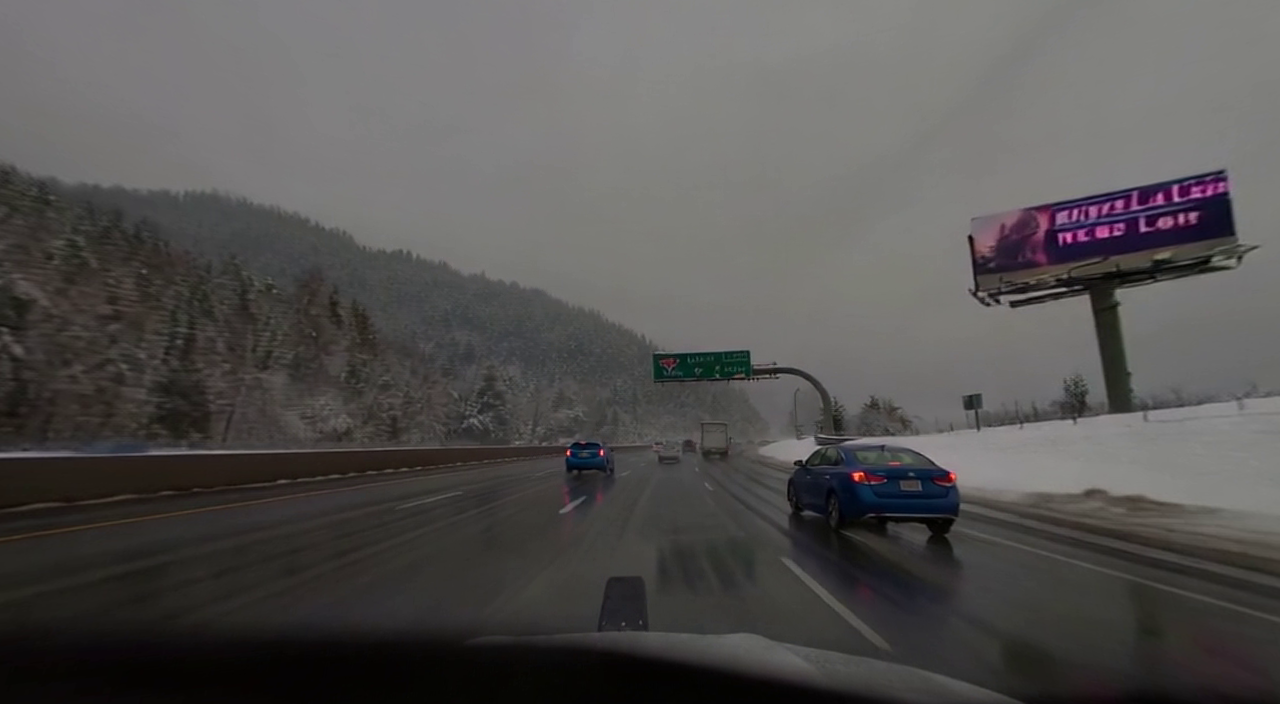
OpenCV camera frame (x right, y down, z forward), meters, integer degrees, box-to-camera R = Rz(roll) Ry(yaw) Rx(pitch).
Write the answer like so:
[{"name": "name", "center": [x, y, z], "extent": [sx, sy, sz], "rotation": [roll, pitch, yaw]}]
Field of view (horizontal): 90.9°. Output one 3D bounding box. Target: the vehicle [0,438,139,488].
[{"name": "vehicle", "center": [-19.810, 3.722, 21.512], "extent": [1.789, 1.520, 4.258], "rotation": [-1, -8, 3]}]

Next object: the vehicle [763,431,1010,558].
[{"name": "vehicle", "center": [3.307, 1.987, 9.575], "extent": [2.013, 1.464, 4.317], "rotation": [0, -8, 0]}]

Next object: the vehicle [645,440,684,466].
[{"name": "vehicle", "center": [1.524, 6.115, 38.197], "extent": [2.202, 1.467, 3.929], "rotation": [-1, -8, 4]}]

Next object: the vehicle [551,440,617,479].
[{"name": "vehicle", "center": [-2.232, 4.455, 26.467], "extent": [2.031, 1.491, 4.792], "rotation": [-1, -8, 4]}]

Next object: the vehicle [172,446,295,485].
[{"name": "vehicle", "center": [-16.414, 4.593, 25.807], "extent": [1.880, 1.422, 4.410], "rotation": [-1, -8, 4]}]
